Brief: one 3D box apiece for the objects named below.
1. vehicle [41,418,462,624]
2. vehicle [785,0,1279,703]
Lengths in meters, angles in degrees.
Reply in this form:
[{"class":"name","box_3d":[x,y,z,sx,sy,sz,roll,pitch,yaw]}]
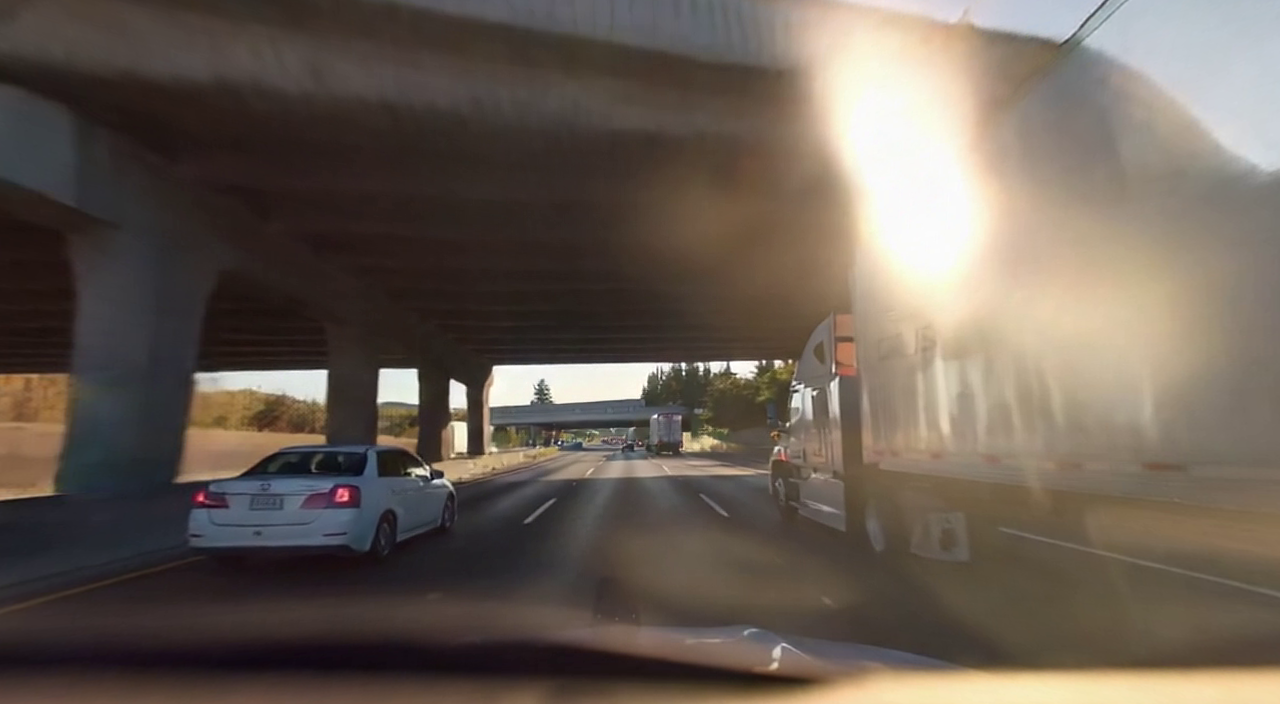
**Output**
[{"class":"vehicle","box_3d":[-3.517,1.563,6.857,1.990,1.520,4.100,0,-8,-1]},{"class":"vehicle","box_3d":[4.278,-0.180,3.847,2.976,4.064,14.619,0,-8,-1]}]
